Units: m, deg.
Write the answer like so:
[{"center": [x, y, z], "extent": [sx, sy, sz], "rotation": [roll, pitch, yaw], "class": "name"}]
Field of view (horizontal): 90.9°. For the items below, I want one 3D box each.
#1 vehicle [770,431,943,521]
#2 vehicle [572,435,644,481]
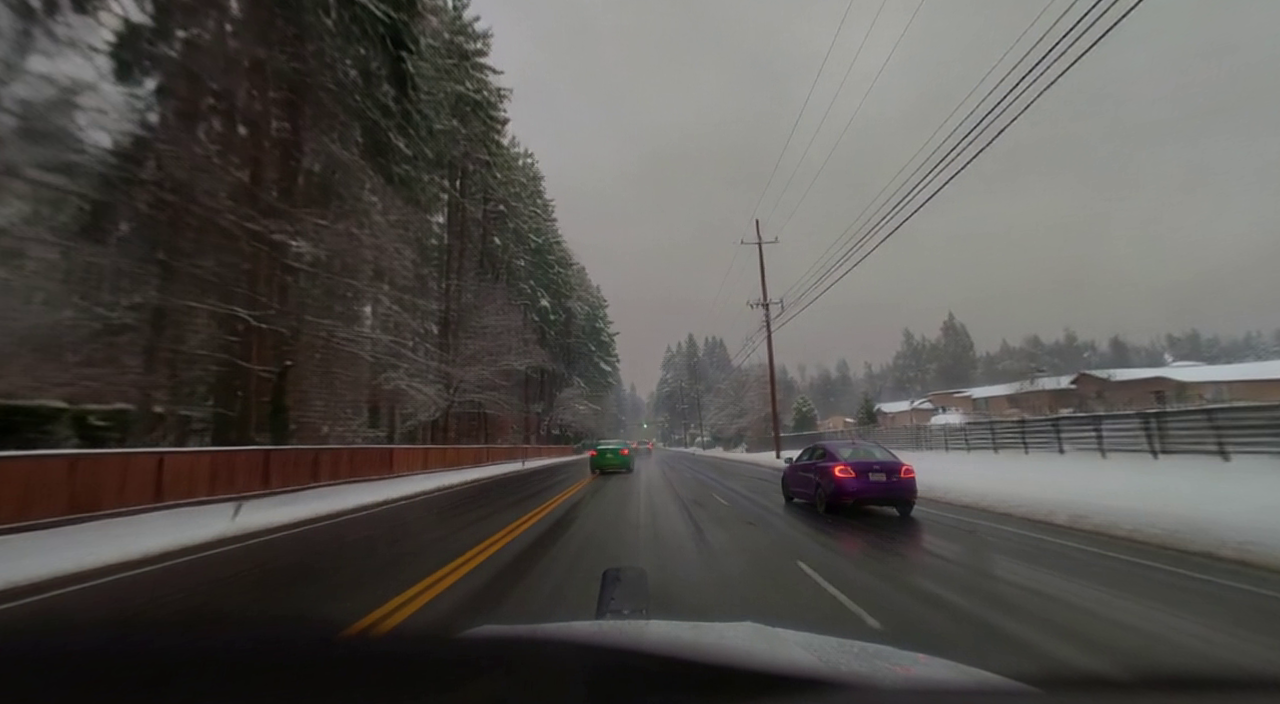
[{"center": [4.174, 2.424, 13.056], "extent": [1.943, 1.471, 4.515], "rotation": [-1, -8, 0], "class": "vehicle"}, {"center": [-1.084, 3.967, 23.974], "extent": [2.206, 1.525, 4.695], "rotation": [-2, -8, 3], "class": "vehicle"}]
